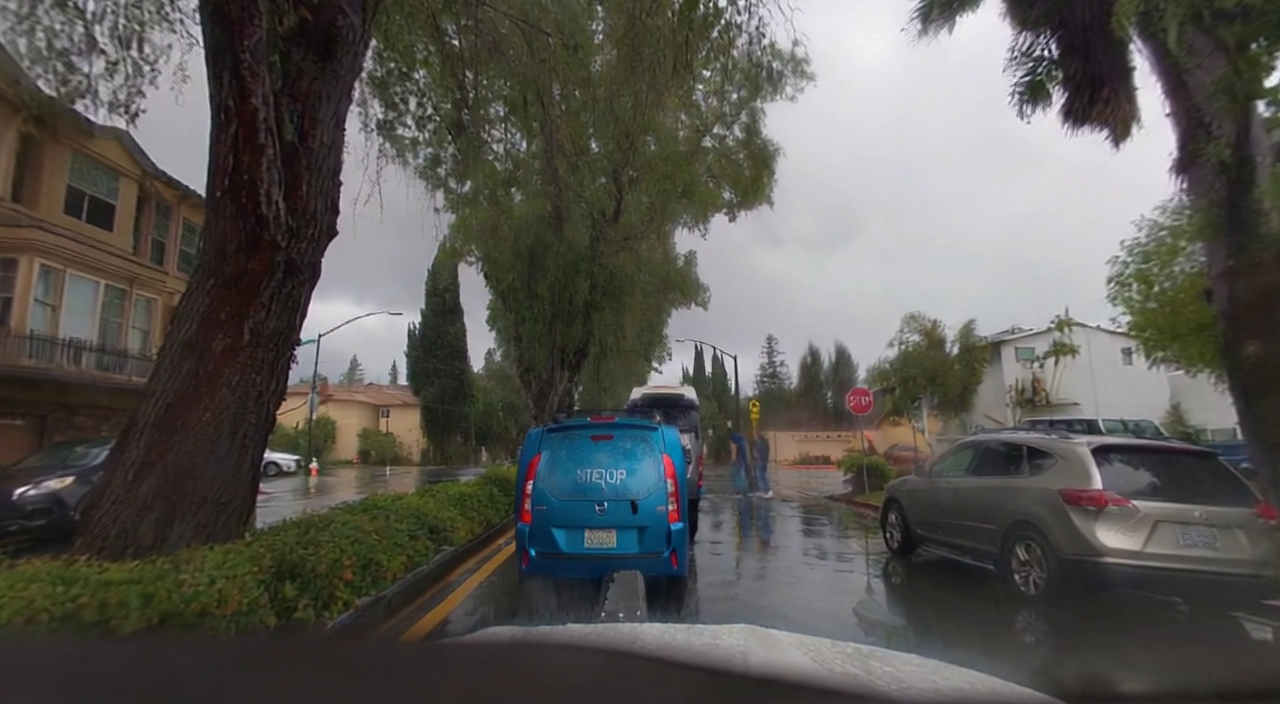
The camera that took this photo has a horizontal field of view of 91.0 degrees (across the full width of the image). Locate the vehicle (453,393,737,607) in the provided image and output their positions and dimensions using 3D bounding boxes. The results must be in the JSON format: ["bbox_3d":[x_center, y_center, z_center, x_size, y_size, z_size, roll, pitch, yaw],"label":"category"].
[{"bbox_3d":[-0.385,1.594,7.697,2.377,1.787,4.652,0,-9,0],"label":"vehicle"}]

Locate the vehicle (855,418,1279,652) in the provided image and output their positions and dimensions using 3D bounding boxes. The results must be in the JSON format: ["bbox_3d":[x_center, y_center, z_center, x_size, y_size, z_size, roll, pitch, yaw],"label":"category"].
[{"bbox_3d":[4.220,1.685,6.912,1.959,1.581,4.731,4,-9,-2],"label":"vehicle"}]

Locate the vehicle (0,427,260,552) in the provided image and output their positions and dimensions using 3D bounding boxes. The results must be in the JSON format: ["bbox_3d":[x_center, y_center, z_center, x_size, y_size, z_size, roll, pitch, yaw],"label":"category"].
[{"bbox_3d":[-8.291,2.026,10.059,1.825,1.532,4.083,-3,-7,1],"label":"vehicle"}]
